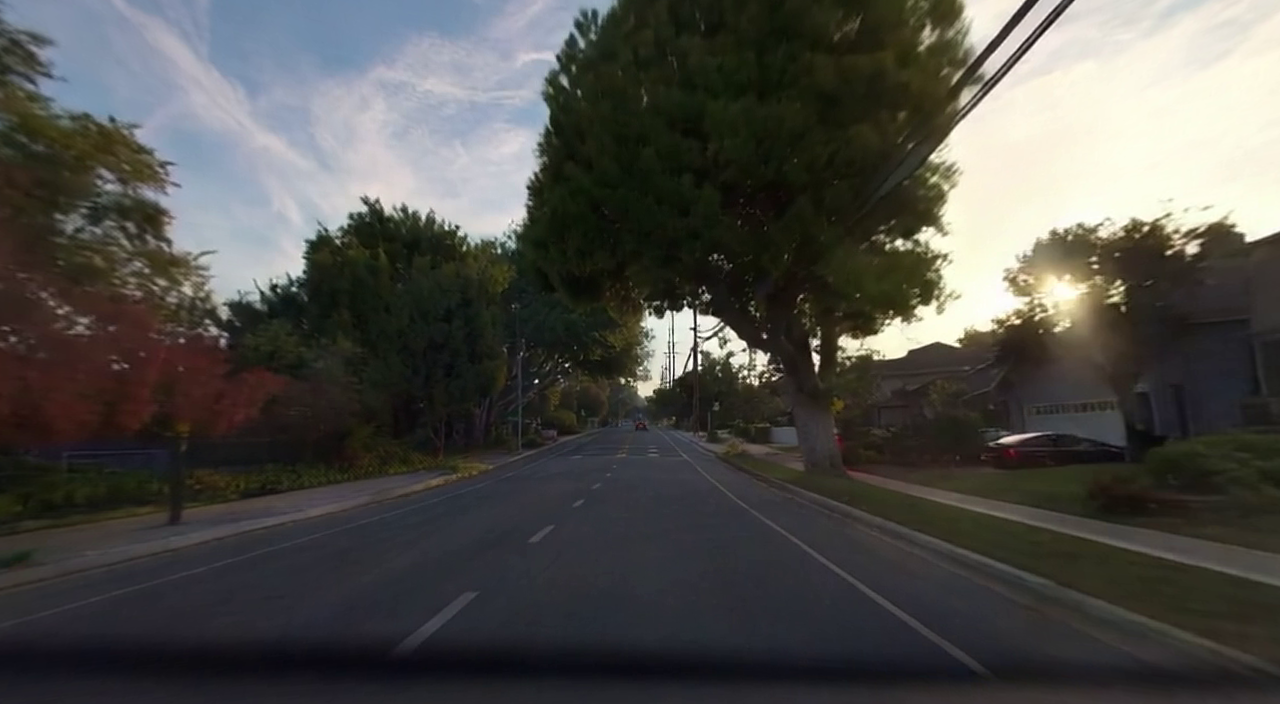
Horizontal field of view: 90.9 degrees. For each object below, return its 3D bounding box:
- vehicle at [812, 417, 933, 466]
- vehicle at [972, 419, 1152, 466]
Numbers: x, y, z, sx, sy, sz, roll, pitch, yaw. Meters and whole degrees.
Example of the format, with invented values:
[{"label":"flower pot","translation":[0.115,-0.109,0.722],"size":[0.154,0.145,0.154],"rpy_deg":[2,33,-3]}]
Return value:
[{"label":"vehicle","translation":[10.582,4.159,28.767],"size":[4.707,1.794,2.303],"rpy_deg":[-9,-14,29]},{"label":"vehicle","translation":[15.044,3.318,22.923],"size":[5.046,1.548,2.174],"rpy_deg":[-4,-9,24]}]
